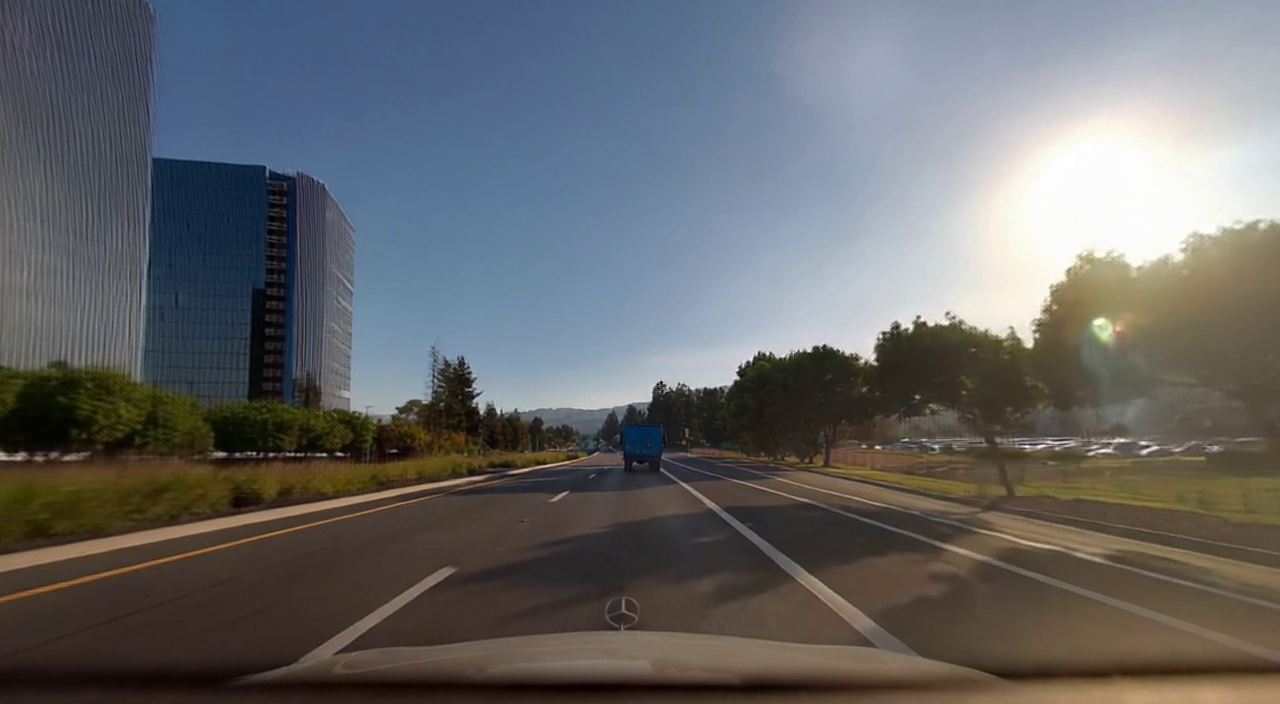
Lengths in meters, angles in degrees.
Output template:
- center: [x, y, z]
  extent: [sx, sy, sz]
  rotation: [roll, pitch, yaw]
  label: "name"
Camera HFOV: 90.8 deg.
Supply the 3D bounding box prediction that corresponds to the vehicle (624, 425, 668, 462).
- center: [0.229, 4.923, 33.993]
  extent: [2.178, 1.829, 4.932]
  rotation: [0, -9, -2]
  label: "vehicle"
